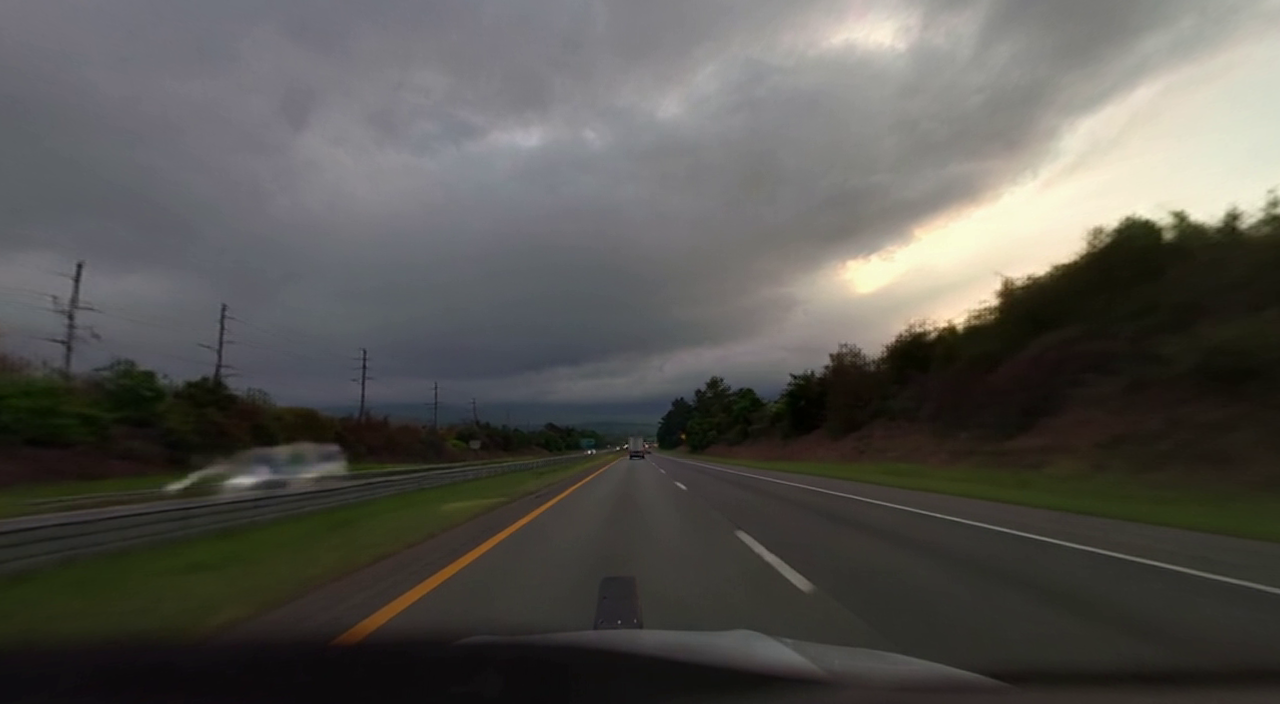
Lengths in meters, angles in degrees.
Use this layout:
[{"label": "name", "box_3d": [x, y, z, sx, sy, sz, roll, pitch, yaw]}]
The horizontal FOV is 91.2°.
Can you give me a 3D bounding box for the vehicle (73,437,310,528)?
[{"label": "vehicle", "box_3d": [-9.477, 2.755, 13.854, 1.934, 1.646, 4.423, 0, -9, 0]}]
